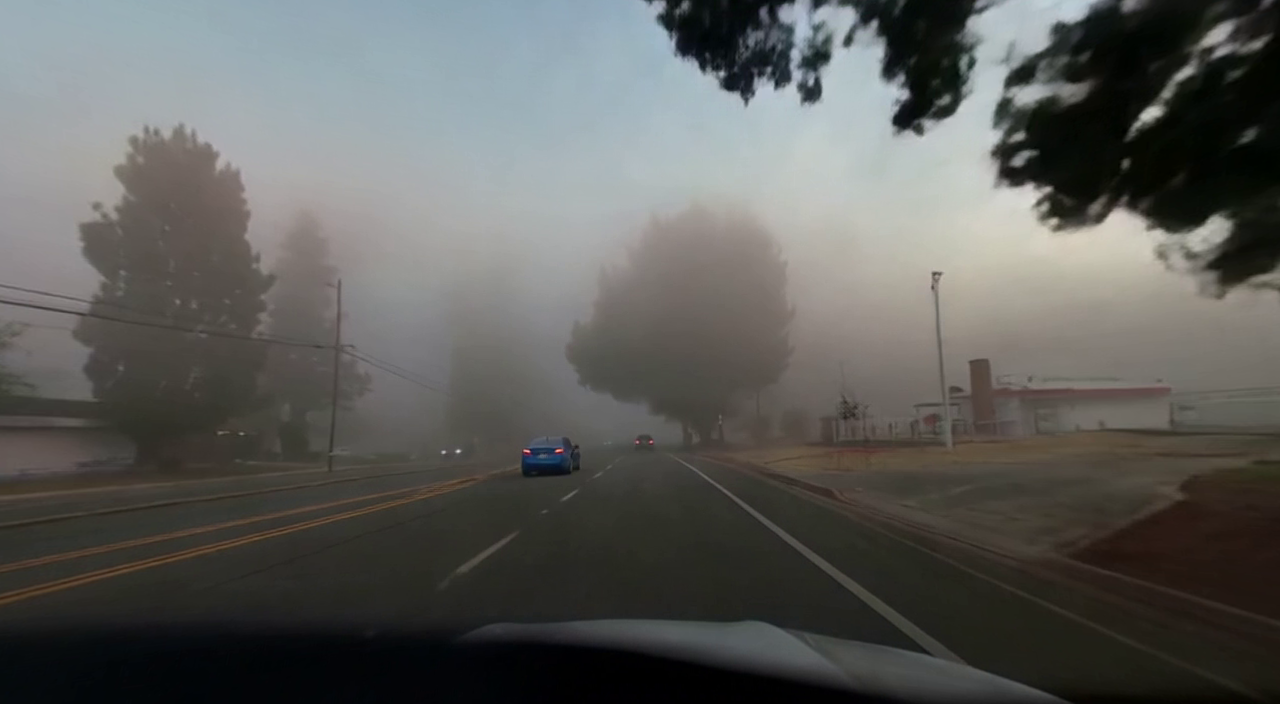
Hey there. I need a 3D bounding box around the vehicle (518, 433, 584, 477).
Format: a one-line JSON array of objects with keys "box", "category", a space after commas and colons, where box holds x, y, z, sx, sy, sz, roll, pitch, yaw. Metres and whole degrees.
[{"box": [-3.496, 4.130, 25.529, 1.914, 1.630, 4.351, 0, -8, 2], "category": "vehicle"}]
